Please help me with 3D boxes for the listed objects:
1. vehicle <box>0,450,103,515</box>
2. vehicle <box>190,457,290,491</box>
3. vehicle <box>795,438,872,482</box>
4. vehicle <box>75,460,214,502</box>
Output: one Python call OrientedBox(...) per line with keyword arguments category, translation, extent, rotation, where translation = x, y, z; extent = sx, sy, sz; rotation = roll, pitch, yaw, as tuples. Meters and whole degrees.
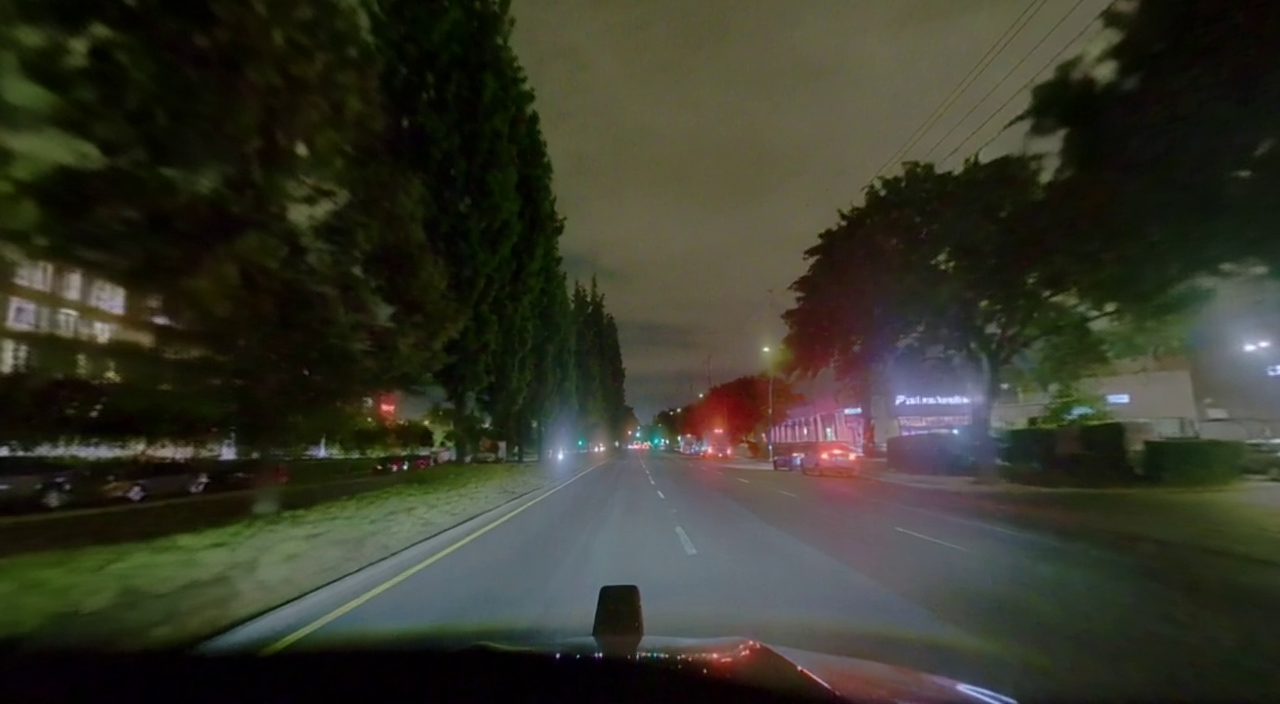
OrientedBox(category="vehicle", translation=(-20.112, 3.969, 19.283), extent=(2.208, 1.882, 5.826), rotation=(-1, -9, 2))
OrientedBox(category="vehicle", translation=(-19.809, 6.031, 31.565), extent=(1.840, 1.464, 4.781), rotation=(0, -9, 1))
OrientedBox(category="vehicle", translation=(9.030, 5.076, 29.848), extent=(1.994, 1.738, 4.622), rotation=(5, -9, -2))
OrientedBox(category="vehicle", translation=(-19.841, 5.152, 25.626), extent=(1.795, 1.452, 4.718), rotation=(0, -9, 1))
